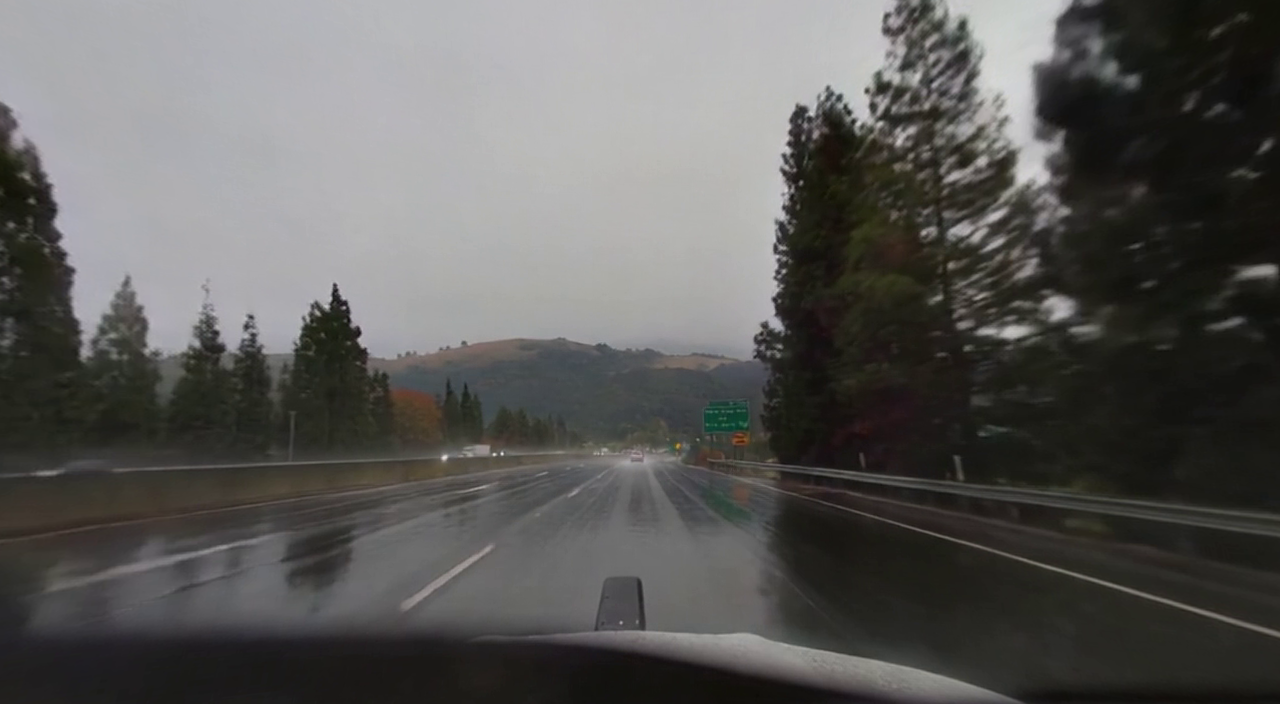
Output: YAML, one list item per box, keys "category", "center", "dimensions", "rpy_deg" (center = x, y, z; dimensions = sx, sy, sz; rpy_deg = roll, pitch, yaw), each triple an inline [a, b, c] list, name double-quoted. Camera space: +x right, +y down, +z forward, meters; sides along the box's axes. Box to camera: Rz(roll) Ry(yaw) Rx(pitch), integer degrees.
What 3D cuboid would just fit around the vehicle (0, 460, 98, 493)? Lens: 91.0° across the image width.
- category: "vehicle"
  center: [-39.489, 8.174, 41.550]
  dimensions: [2.203, 1.905, 5.807]
  rpy_deg: [-1, -9, 1]
